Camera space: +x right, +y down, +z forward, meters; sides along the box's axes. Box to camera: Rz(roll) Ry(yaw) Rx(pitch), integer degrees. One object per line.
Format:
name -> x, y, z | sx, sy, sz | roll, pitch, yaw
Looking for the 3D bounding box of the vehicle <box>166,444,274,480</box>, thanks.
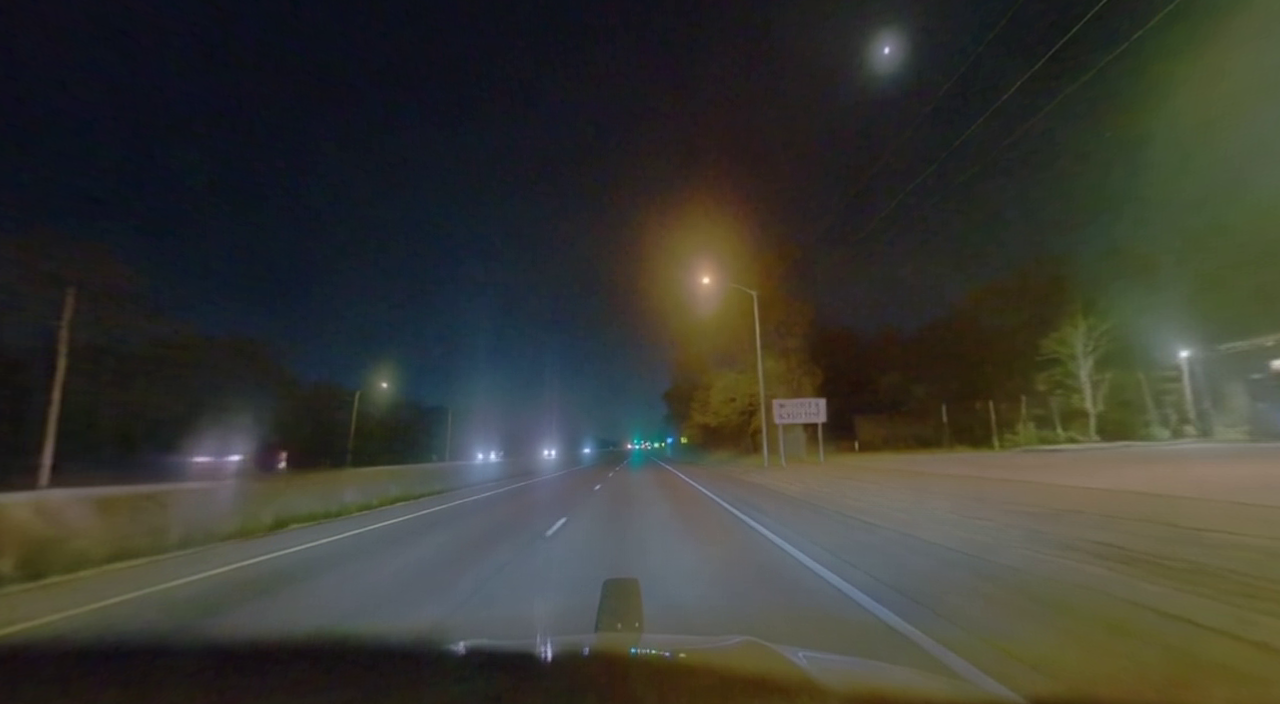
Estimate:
vehicle -> -20.638, 5.399, 31.230 | 1.966, 1.595, 4.802 | -1, -9, 1
